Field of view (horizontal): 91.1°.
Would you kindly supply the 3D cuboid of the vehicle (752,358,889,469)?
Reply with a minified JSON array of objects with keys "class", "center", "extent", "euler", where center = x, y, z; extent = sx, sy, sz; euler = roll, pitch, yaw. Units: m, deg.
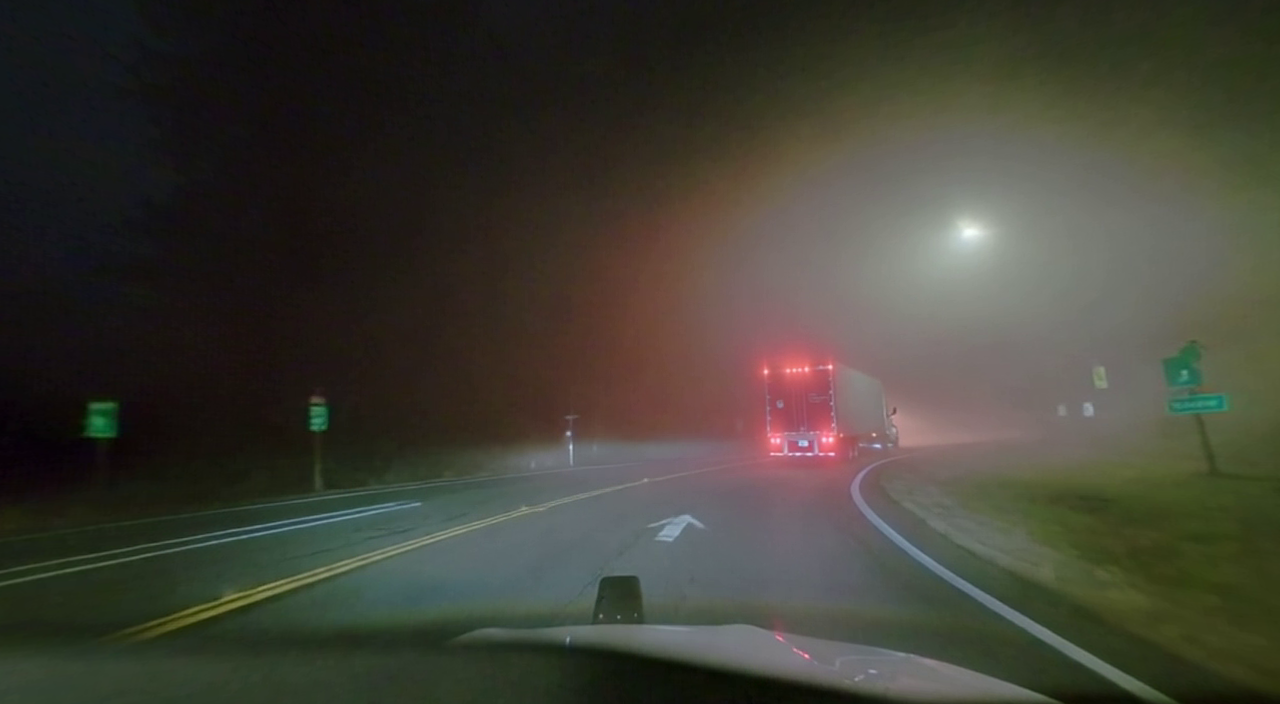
[{"class":"vehicle","center":[7.953,2.734,26.376],"extent":[2.837,3.712,10.484],"euler":[-5,-9,30]}]
